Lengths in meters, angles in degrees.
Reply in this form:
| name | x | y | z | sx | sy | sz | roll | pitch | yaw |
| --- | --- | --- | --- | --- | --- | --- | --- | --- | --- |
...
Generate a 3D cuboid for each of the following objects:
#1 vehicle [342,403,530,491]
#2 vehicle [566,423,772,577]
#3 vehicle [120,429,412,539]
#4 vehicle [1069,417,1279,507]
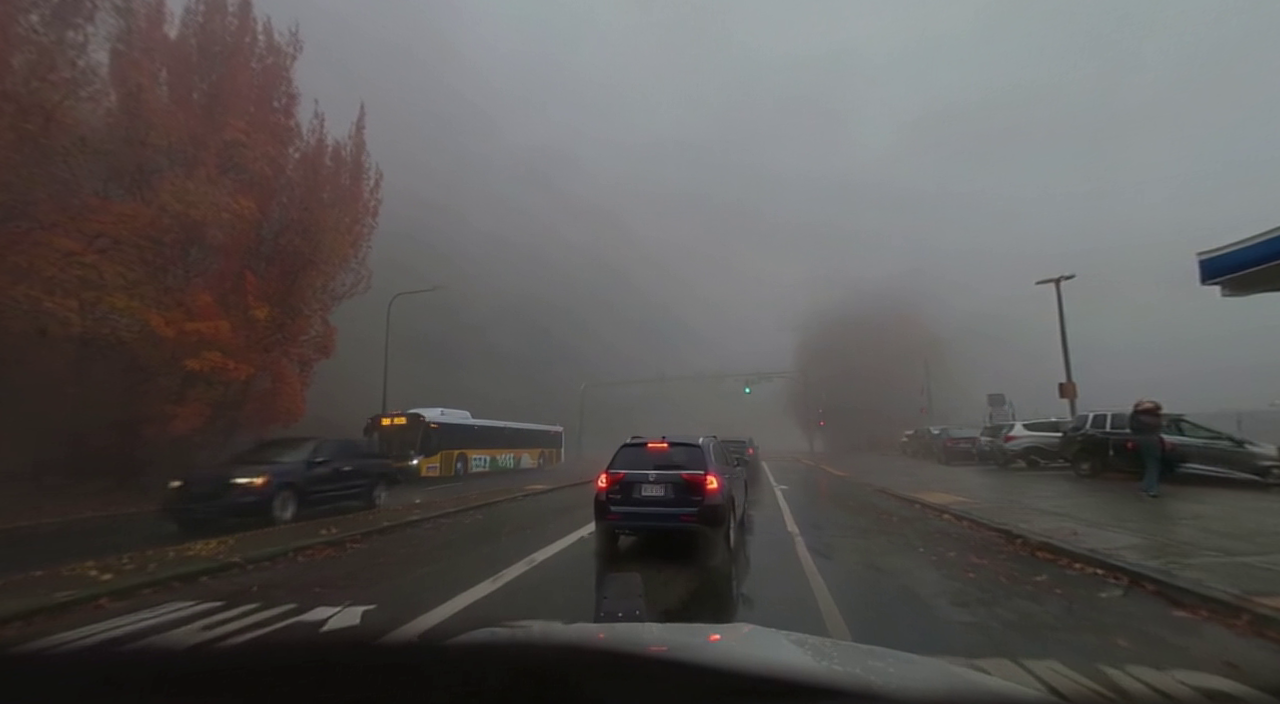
| name | x | y | z | sx | sy | sz | roll | pitch | yaw |
| --- | --- | --- | --- | --- | --- | --- | --- | --- | --- |
| vehicle | -8.652 | 4.427 | 29.101 | 3.189 | 3.205 | 11.526 | -2 | -9 | 10 |
| vehicle | 0.668 | 1.809 | 8.463 | 2.092 | 1.507 | 4.078 | -2 | -9 | 12 |
| vehicle | -7.075 | 2.538 | 12.823 | 2.147 | 1.741 | 5.239 | -2 | -9 | 10 |
| vehicle | 11.416 | 2.016 | 11.839 | 4.894 | 1.451 | 2.089 | -5 | -10 | 11 |
